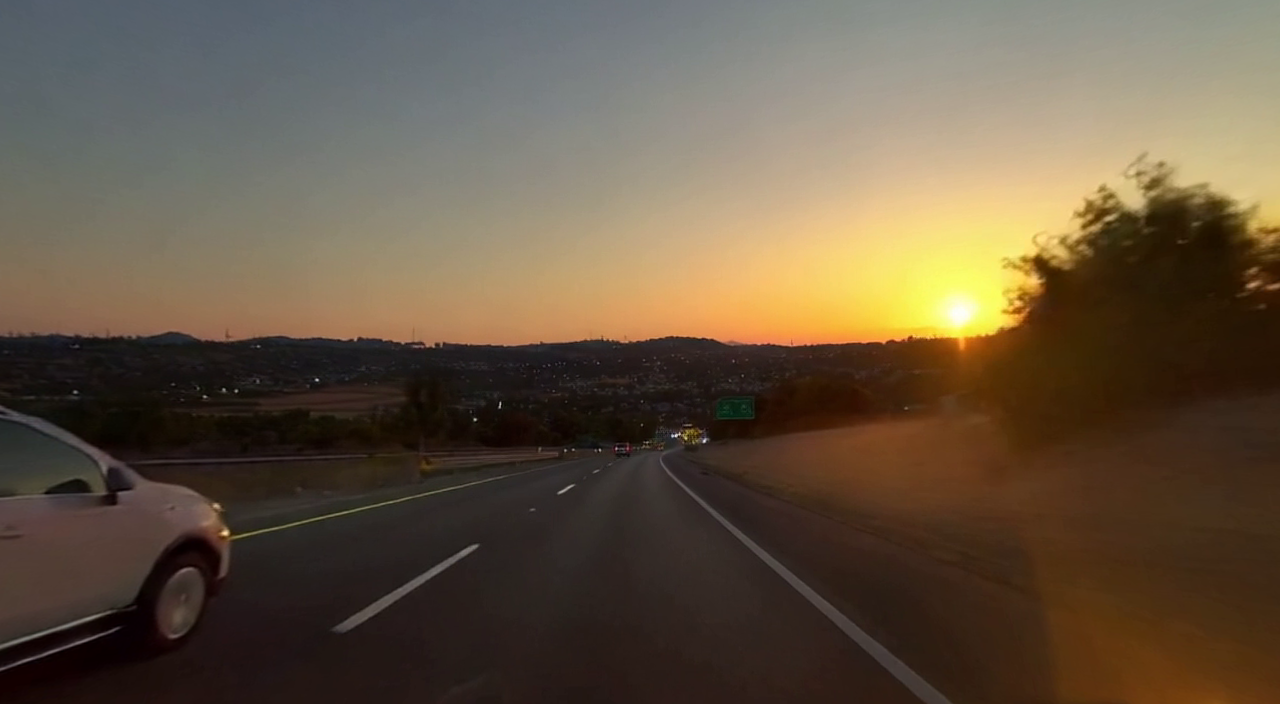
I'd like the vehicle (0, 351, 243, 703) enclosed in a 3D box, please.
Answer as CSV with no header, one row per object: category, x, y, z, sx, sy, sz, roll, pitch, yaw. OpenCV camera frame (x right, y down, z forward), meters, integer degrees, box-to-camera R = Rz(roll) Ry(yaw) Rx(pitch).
vehicle,-4.205,0.793,2.410,2.193,1.771,4.757,0,-9,1
